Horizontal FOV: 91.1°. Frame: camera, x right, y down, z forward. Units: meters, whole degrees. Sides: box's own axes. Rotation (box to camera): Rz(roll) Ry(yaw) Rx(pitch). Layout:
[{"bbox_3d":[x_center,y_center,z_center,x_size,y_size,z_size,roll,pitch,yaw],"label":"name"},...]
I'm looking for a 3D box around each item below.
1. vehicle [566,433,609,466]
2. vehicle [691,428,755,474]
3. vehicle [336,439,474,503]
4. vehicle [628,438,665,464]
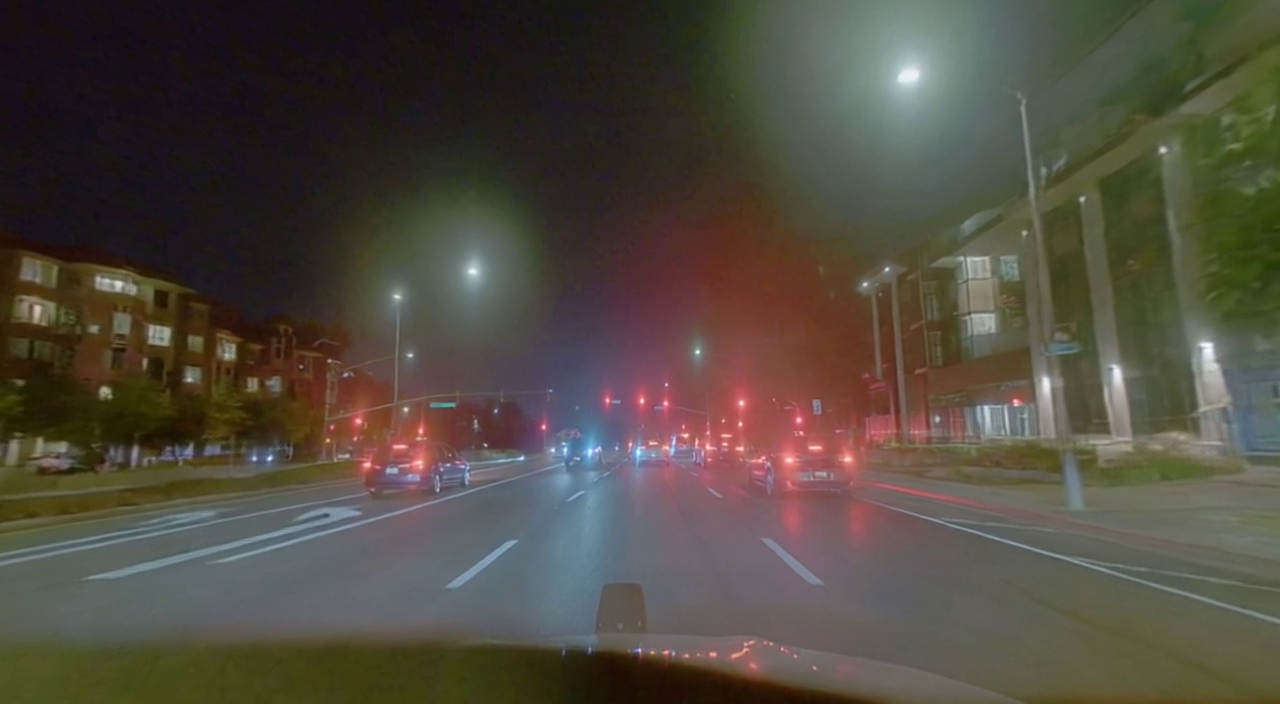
[{"bbox_3d":[-2.831,5.407,34.809,1.912,1.703,4.261,0,-8,2],"label":"vehicle"},{"bbox_3d":[3.532,4.319,27.609,2.141,1.833,4.704,0,-8,0],"label":"vehicle"},{"bbox_3d":[-6.031,3.089,16.824,1.926,1.465,4.620,0,-8,0],"label":"vehicle"},{"bbox_3d":[0.370,5.727,36.445,2.021,1.461,3.862,0,-8,0],"label":"vehicle"}]
